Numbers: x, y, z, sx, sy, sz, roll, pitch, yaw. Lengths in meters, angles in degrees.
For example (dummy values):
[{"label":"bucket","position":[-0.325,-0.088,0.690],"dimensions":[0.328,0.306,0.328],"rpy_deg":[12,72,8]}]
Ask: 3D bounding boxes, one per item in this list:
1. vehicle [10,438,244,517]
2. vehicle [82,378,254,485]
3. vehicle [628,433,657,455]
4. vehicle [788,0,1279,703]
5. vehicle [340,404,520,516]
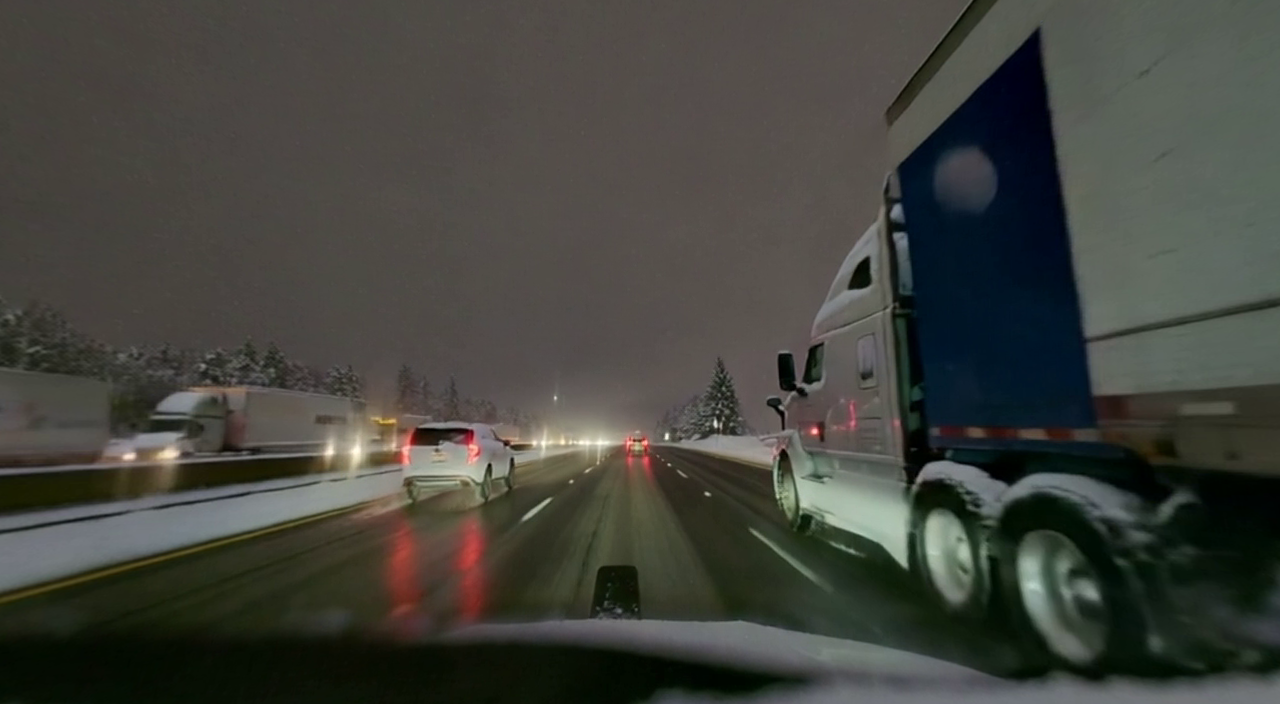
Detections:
[{"label":"vehicle","position":[-11.083,2.672,14.057],"dimensions":[1.891,1.475,3.958],"rpy_deg":[0,-8,0]},{"label":"vehicle","position":[-19.544,3.336,26.526],"dimensions":[3.070,4.049,5.097],"rpy_deg":[0,-8,-1]},{"label":"vehicle","position":[0.164,6.839,46.692],"dimensions":[2.051,1.528,4.265],"rpy_deg":[0,-8,-1]},{"label":"vehicle","position":[3.565,-0.060,5.522],"dimensions":[3.024,4.287,5.601],"rpy_deg":[1,-7,-1]},{"label":"vehicle","position":[-4.007,2.144,13.068],"dimensions":[2.115,1.887,4.721],"rpy_deg":[0,-8,0]}]
